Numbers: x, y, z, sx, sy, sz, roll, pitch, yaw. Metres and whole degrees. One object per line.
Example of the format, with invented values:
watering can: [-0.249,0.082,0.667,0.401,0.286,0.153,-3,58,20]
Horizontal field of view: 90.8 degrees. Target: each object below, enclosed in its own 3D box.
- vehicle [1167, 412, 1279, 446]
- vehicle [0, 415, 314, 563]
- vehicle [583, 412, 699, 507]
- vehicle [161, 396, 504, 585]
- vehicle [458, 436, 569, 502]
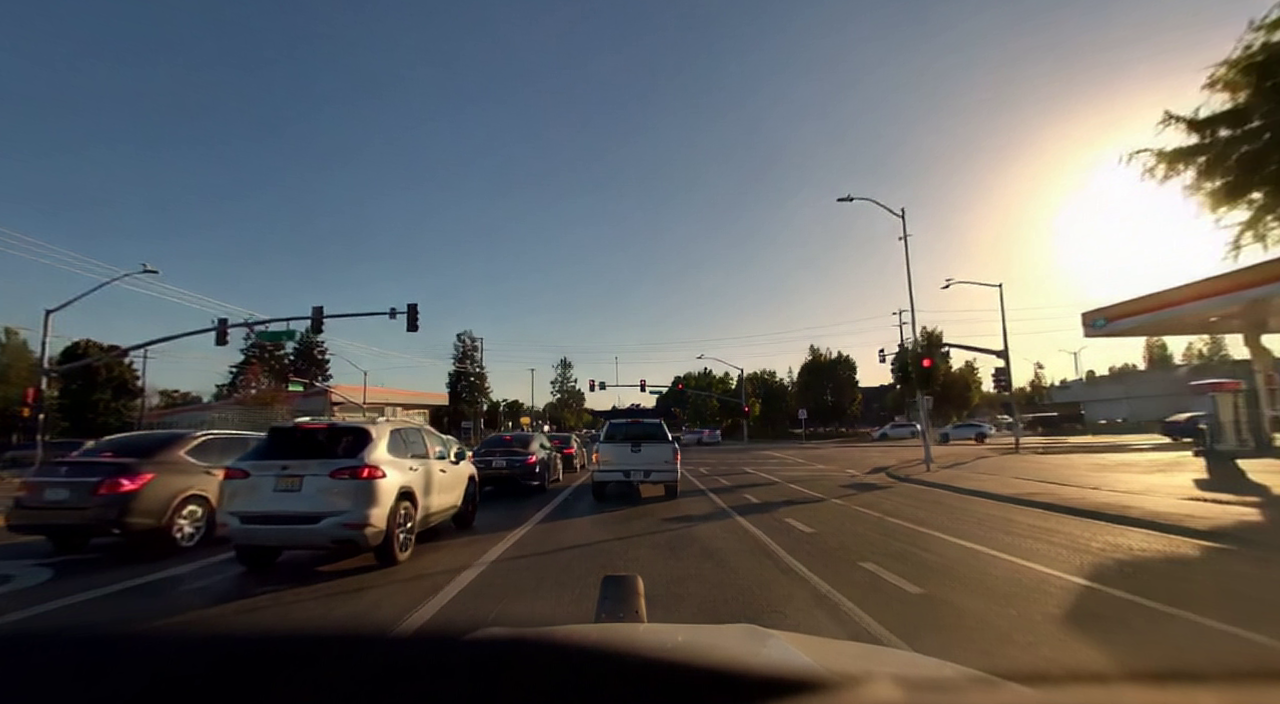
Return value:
vehicle: [36.019,4.693,38.455,5.782,1.950,2.225,-1,-8,0]
vehicle: [-6.441,1.779,8.825,1.790,1.605,3.696,0,-9,0]
vehicle: [0.011,2.456,14.746,2.224,1.819,5.005,0,-9,0]
vehicle: [-3.288,1.585,7.985,2.096,1.718,4.266,0,-9,1]
vehicle: [-3.013,2.895,16.018,1.881,1.424,4.098,0,-9,1]
